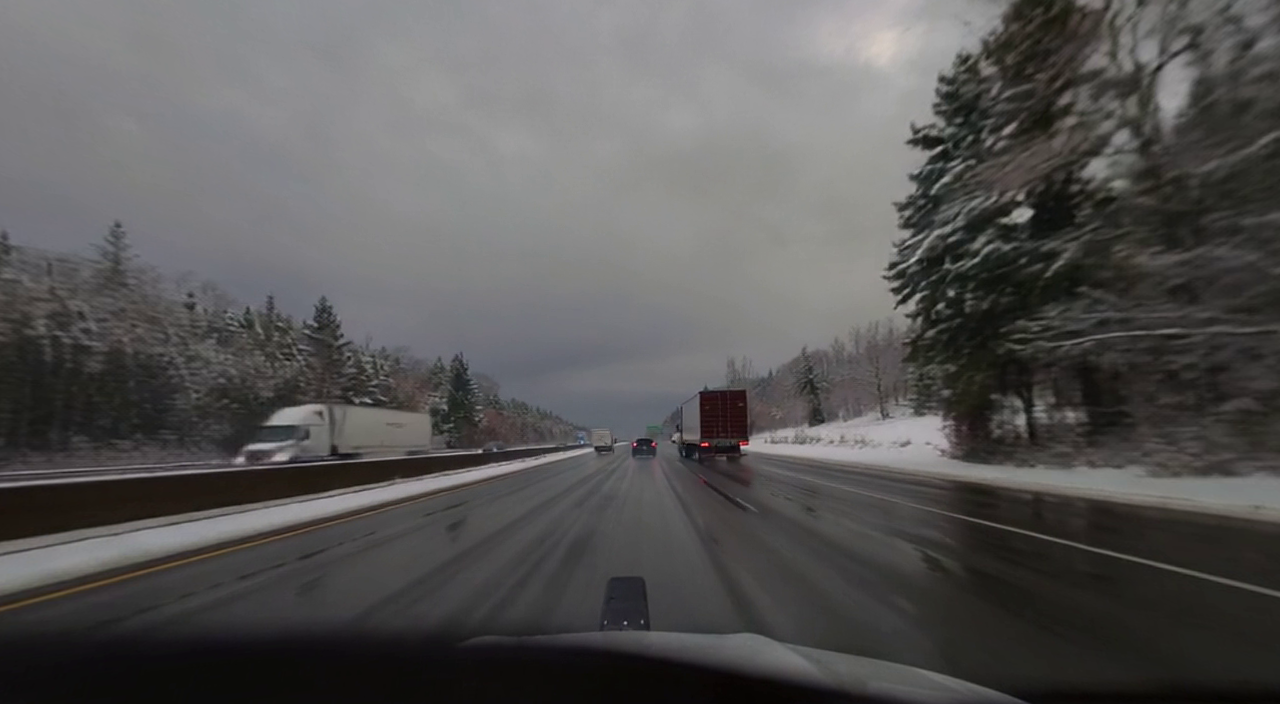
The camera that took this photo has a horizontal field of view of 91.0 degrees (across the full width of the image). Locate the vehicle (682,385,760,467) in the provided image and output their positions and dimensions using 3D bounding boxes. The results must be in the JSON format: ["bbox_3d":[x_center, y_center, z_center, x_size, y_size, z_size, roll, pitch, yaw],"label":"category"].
[{"bbox_3d":[4.622,4.763,39.341,3.005,4.131,14.221,1,-8,0],"label":"vehicle"}]

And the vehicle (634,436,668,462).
[{"bbox_3d":[0.718,6.332,41.112,2.139,1.607,4.034,0,-8,1],"label":"vehicle"}]

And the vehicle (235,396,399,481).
[{"bbox_3d":[-18.366,5.142,37.347,3.111,4.175,12.311,0,-8,0],"label":"vehicle"}]
